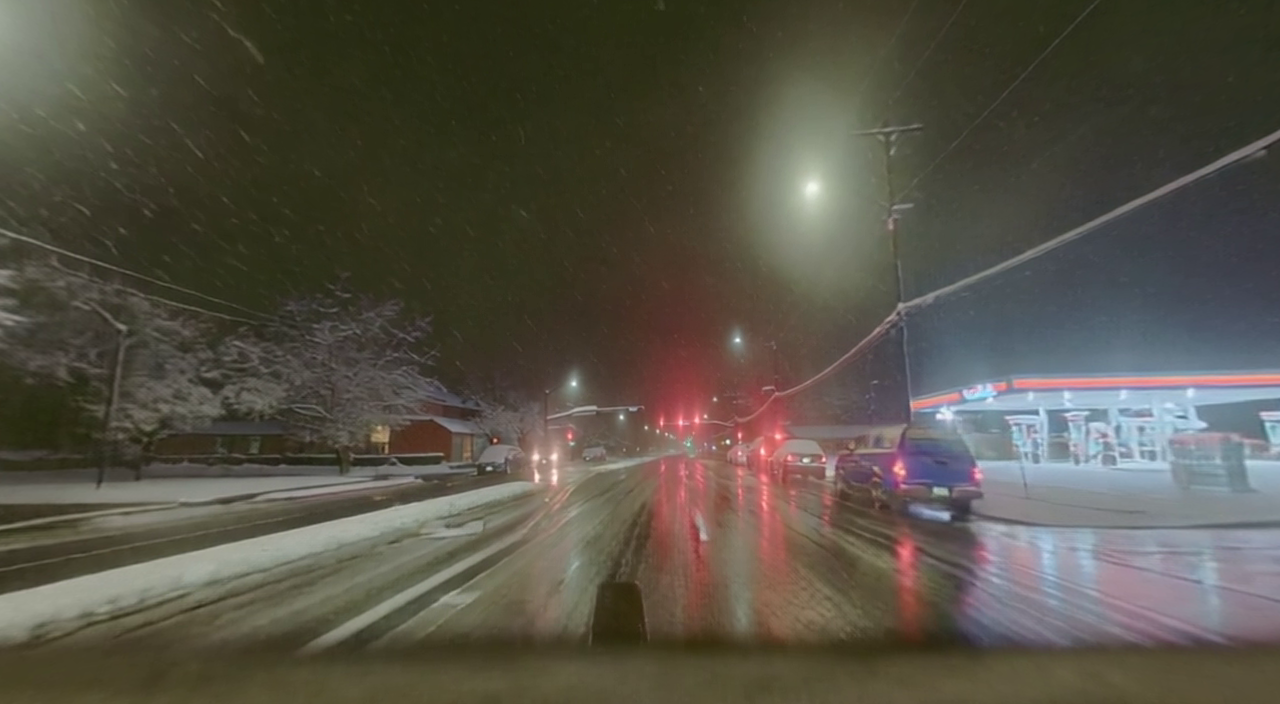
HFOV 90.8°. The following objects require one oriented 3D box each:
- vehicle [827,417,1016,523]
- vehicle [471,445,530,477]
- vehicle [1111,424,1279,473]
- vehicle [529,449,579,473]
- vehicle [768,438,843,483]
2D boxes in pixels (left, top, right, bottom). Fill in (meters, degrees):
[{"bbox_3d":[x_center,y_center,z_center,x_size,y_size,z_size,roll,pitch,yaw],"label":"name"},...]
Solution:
[{"bbox_3d":[5.832,2.513,13.990,2.194,1.896,5.049,-1,-9,5],"label":"vehicle"},{"bbox_3d":[-9.420,7.384,43.141,2.214,1.994,5.721,-1,-9,5],"label":"vehicle"},{"bbox_3d":[18.922,3.234,21.185,4.421,1.548,2.061,-1,-9,6],"label":"vehicle"},{"bbox_3d":[-5.901,7.554,44.030,2.007,1.606,4.764,-2,-9,11],"label":"vehicle"},{"bbox_3d":[6.812,4.526,26.667,1.995,1.720,5.067,0,-9,2],"label":"vehicle"}]
